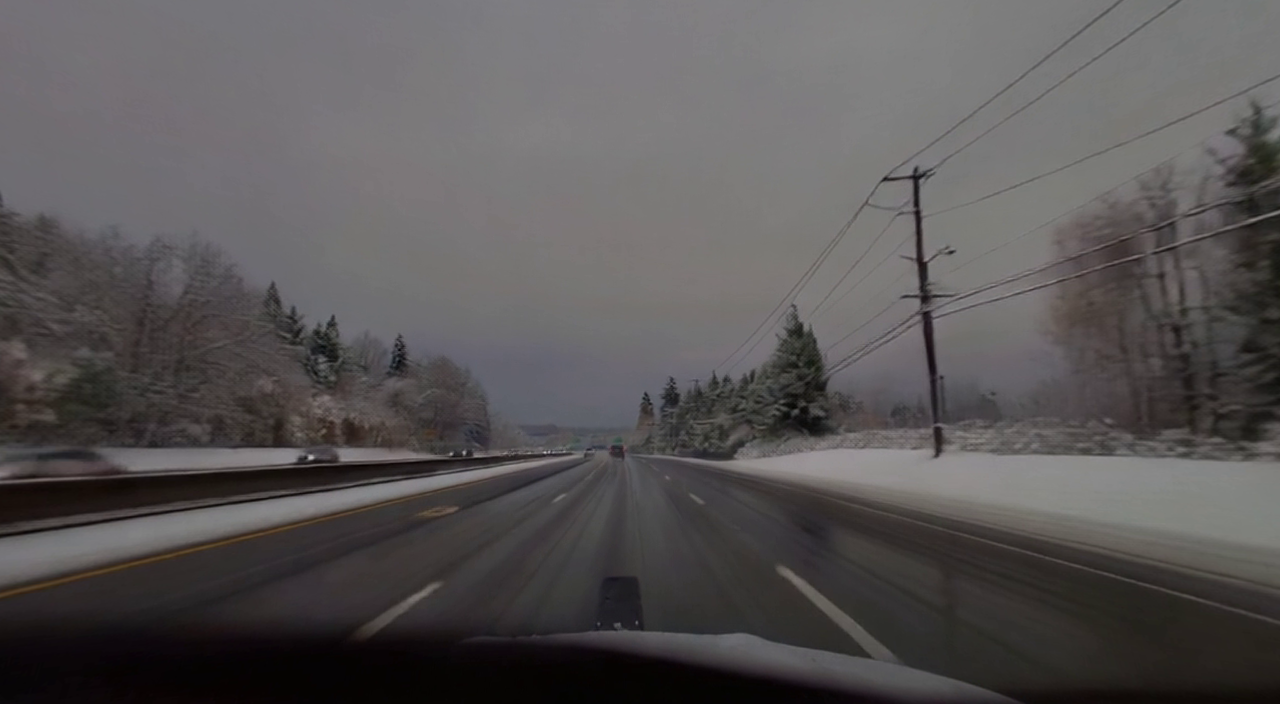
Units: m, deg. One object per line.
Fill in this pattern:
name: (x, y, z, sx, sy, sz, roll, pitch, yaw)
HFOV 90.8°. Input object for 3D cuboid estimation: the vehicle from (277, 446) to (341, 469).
vehicle: (-22.374, 7.157, 42.939, 1.947, 1.465, 4.594, 0, -8, -2)

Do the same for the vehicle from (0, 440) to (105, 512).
vehicle: (-14.117, 2.580, 13.212, 1.914, 1.477, 4.524, 0, -8, -1)
